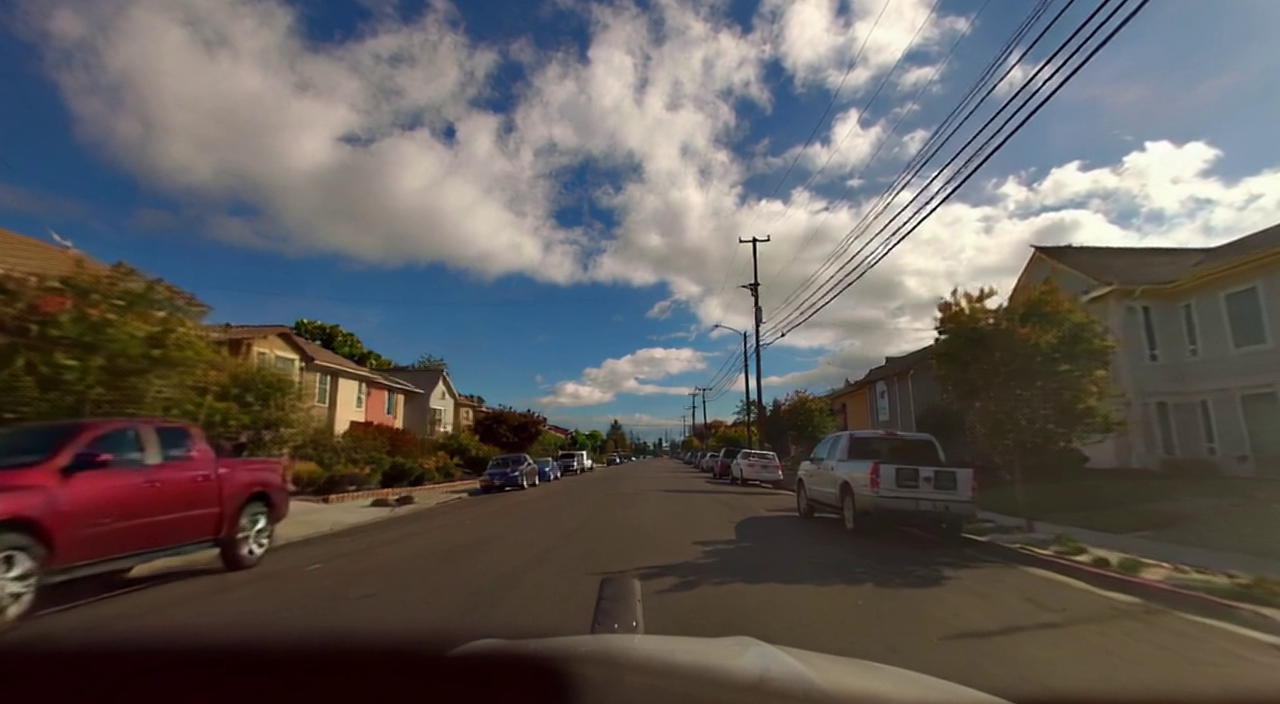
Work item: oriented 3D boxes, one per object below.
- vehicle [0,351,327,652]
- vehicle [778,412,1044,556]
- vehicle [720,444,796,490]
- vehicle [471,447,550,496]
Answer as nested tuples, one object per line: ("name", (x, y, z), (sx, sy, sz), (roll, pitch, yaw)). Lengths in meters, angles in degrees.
("vehicle", (-5.325, 1.329, 5.850), (2.194, 1.995, 4.814), (-3, -10, 3))
("vehicle", (4.597, 2.361, 12.162), (2.547, 2.075, 5.693), (0, -9, 0))
("vehicle", (5.353, 5.306, 29.635), (2.462, 1.894, 6.076), (0, -9, 0))
("vehicle", (-4.831, 4.492, 24.232), (1.971, 1.648, 4.638), (0, -9, 1))
